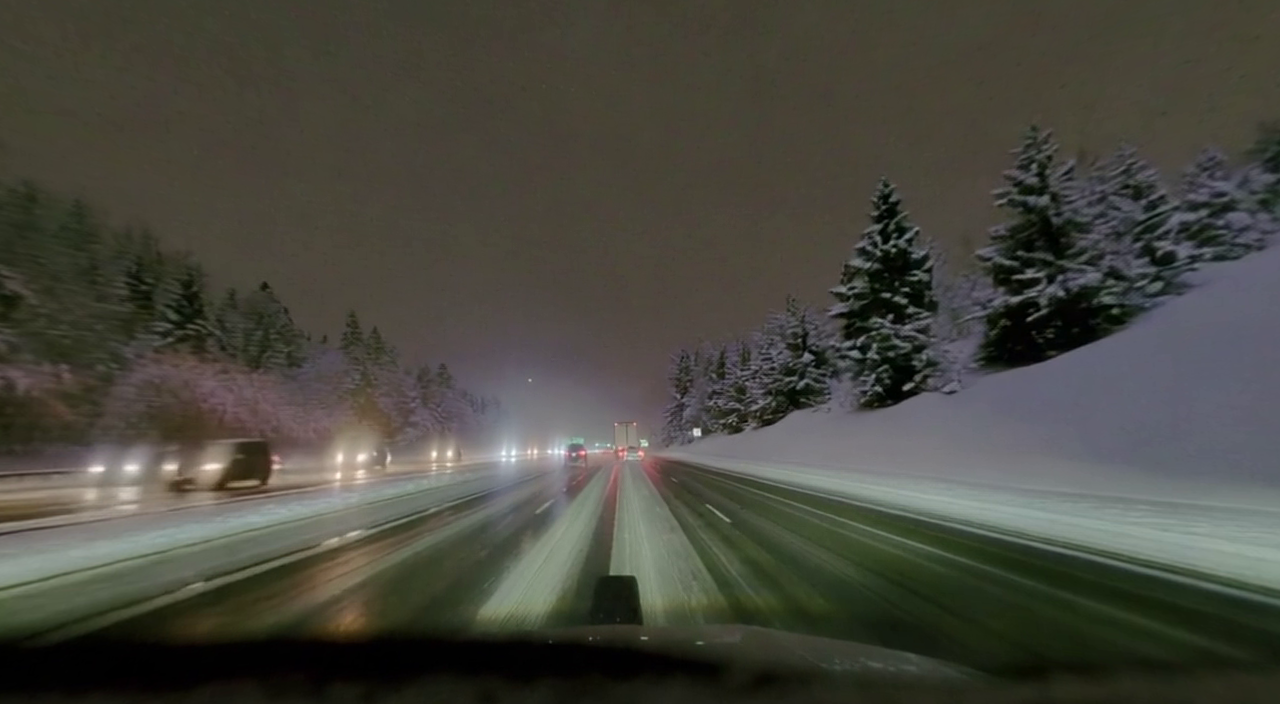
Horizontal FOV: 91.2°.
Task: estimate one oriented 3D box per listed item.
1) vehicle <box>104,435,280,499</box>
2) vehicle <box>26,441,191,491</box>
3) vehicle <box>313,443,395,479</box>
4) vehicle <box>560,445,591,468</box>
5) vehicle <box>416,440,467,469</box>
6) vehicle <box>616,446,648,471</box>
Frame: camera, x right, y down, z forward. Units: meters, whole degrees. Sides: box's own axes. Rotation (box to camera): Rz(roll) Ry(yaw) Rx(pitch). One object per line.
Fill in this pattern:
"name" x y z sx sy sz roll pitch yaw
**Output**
"vehicle" -12.230 3.150 17.505 1.867 1.566 4.012 0 -9 1
"vehicle" -17.976 3.863 21.557 1.822 1.497 4.474 0 -9 -2
"vehicle" -13.014 4.977 28.822 1.892 1.515 4.045 0 -9 -1
"vehicle" -5.004 8.155 48.908 2.098 1.692 4.038 0 -9 -2
"vehicle" -13.801 7.147 43.822 2.025 1.825 4.804 0 -9 -1
"vehicle" -0.584 7.156 42.220 2.084 1.582 3.882 0 -9 -2
